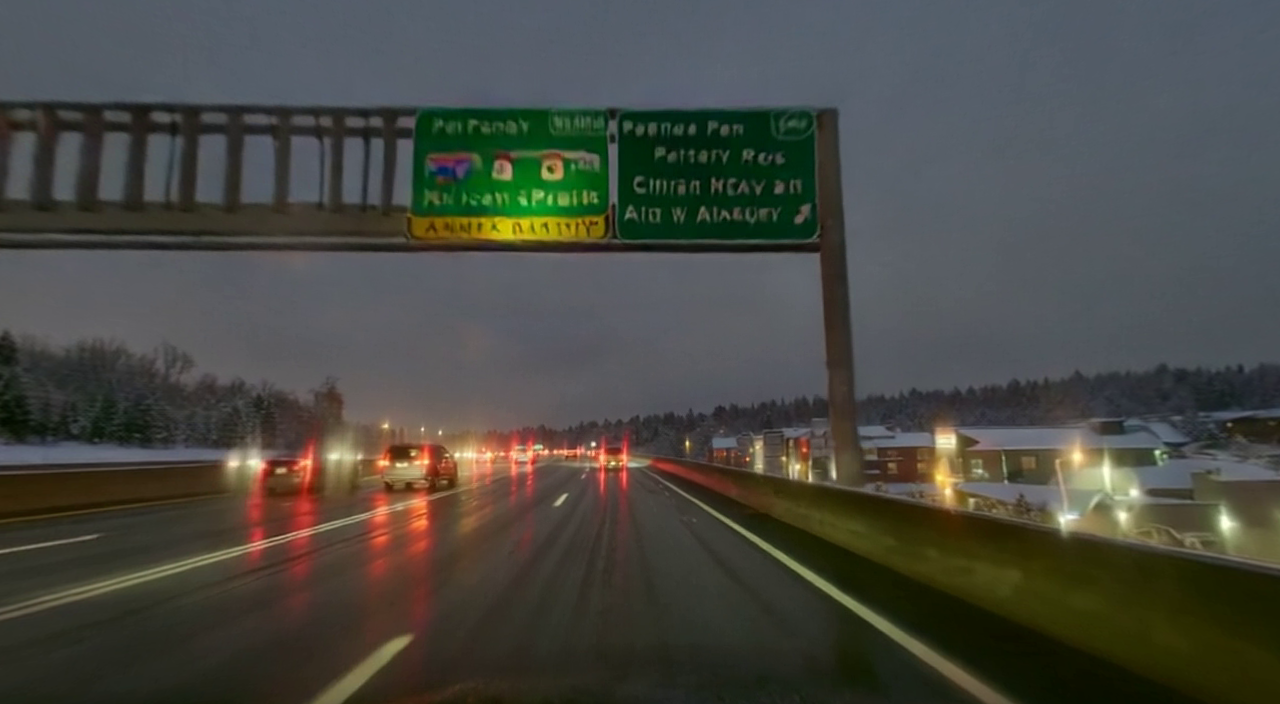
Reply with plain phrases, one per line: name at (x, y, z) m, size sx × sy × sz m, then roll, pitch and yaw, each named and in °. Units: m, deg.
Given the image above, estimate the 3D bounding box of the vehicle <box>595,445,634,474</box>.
vehicle at (-1.477, 6.173, 36.404) m, size 2.110 × 1.501 × 4.319 m, roll 0°, pitch -9°, yaw -3°

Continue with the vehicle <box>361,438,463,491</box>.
vehicle at (-7.942, 3.951, 22.441) m, size 2.065 × 1.689 × 4.399 m, roll 0°, pitch -9°, yaw -1°

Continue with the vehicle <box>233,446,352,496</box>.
vehicle at (-11.739, 4.008, 21.624) m, size 1.936 × 1.501 × 3.900 m, roll 0°, pitch -9°, yaw -1°
